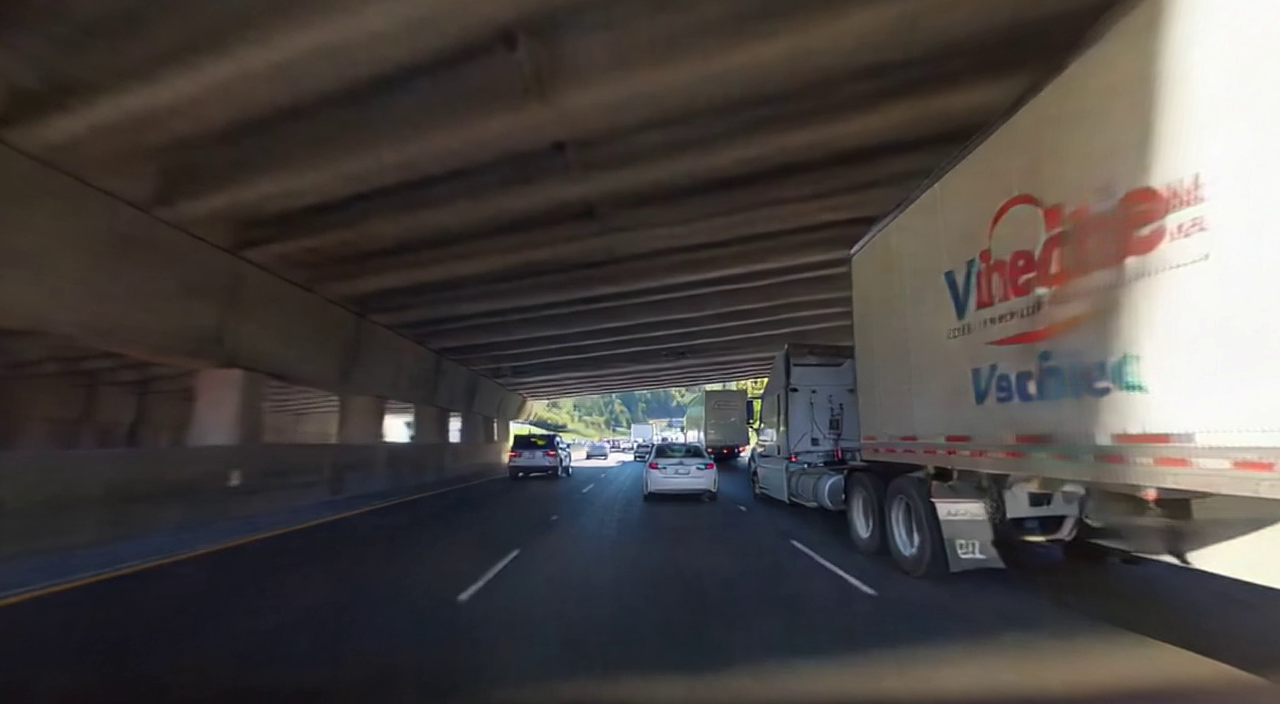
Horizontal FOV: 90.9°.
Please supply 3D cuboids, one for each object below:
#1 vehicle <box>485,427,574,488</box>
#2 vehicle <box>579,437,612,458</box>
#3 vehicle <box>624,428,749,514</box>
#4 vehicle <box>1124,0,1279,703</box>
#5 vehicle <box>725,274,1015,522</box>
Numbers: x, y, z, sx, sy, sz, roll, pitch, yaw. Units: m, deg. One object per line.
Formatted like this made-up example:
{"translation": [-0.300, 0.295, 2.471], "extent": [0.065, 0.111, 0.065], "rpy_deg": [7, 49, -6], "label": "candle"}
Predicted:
{"translation": [-3.401, 3.316, 20.325], "extent": [2.006, 1.729, 4.447], "rpy_deg": [0, -8, 1], "label": "vehicle"}
{"translation": [-3.439, 7.533, 49.836], "extent": [2.181, 1.538, 4.169], "rpy_deg": [0, -8, 1], "label": "vehicle"}
{"translation": [0.809, 2.395, 13.285], "extent": [2.200, 1.495, 4.282], "rpy_deg": [0, -8, 0], "label": "vehicle"}
{"translation": [4.499, -0.565, 0.659], "extent": [2.981, 3.988, 6.053], "rpy_deg": [0, -8, 0], "label": "vehicle"}
{"translation": [4.693, 1.670, 17.542], "extent": [2.883, 4.070, 14.423], "rpy_deg": [0, -8, 1], "label": "vehicle"}
